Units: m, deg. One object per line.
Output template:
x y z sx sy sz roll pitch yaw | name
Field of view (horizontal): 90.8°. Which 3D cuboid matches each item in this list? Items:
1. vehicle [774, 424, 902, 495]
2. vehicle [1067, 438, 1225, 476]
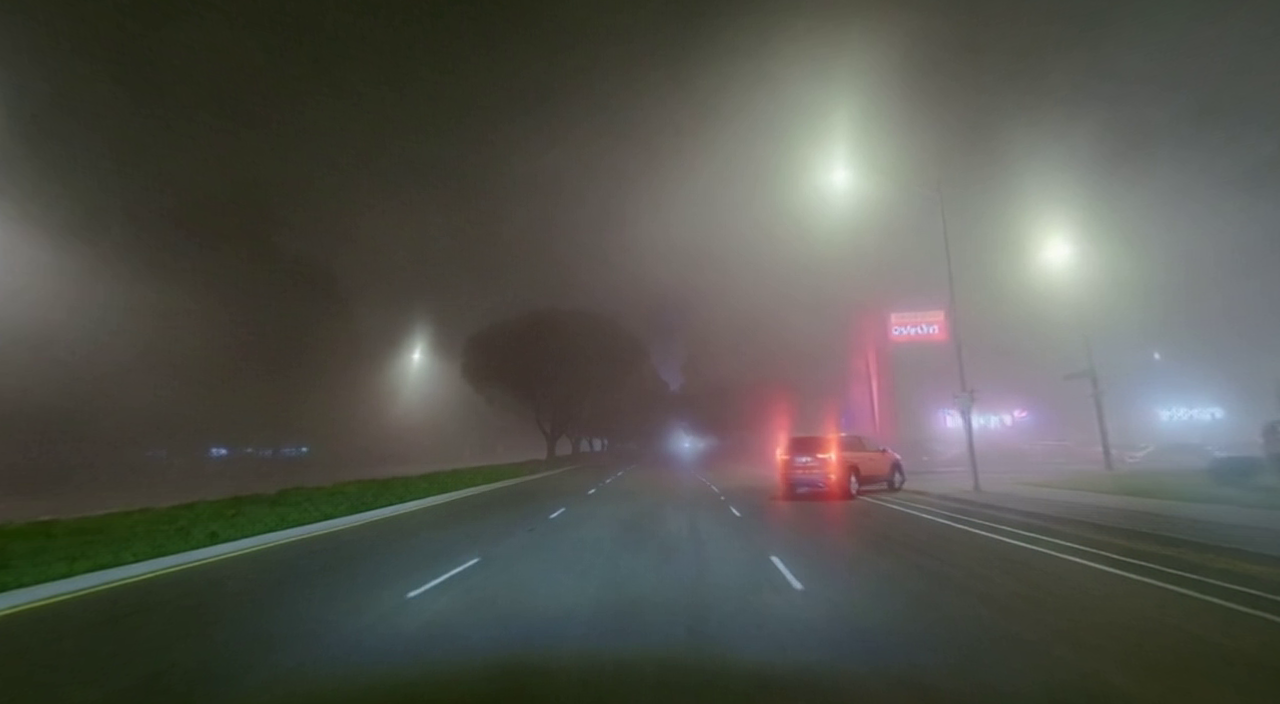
6.643 3.470 20.788 2.477 1.991 5.157 -6 -10 35 | vehicle
20.914 4.357 26.305 4.698 1.465 1.914 -1 -8 6 | vehicle
